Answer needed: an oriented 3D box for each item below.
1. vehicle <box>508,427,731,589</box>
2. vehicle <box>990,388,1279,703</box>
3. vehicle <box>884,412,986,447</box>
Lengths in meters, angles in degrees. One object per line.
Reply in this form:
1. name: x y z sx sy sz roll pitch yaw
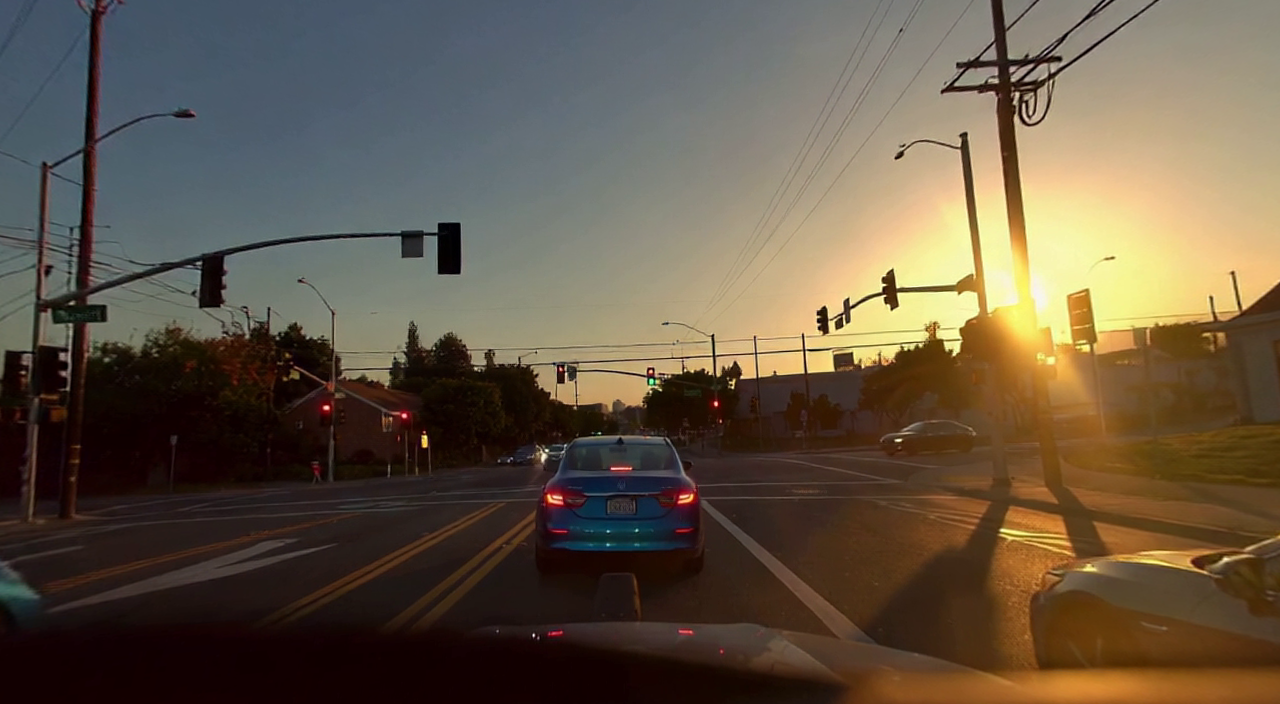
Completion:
1. vehicle: -0.223 1.759 8.025 2.061 1.485 4.196 0 -8 -1
2. vehicle: 2.928 0.829 1.702 1.860 1.494 3.707 0 -8 1
3. vehicle: 15.777 4.190 33.971 4.431 1.555 1.886 -4 -9 2
